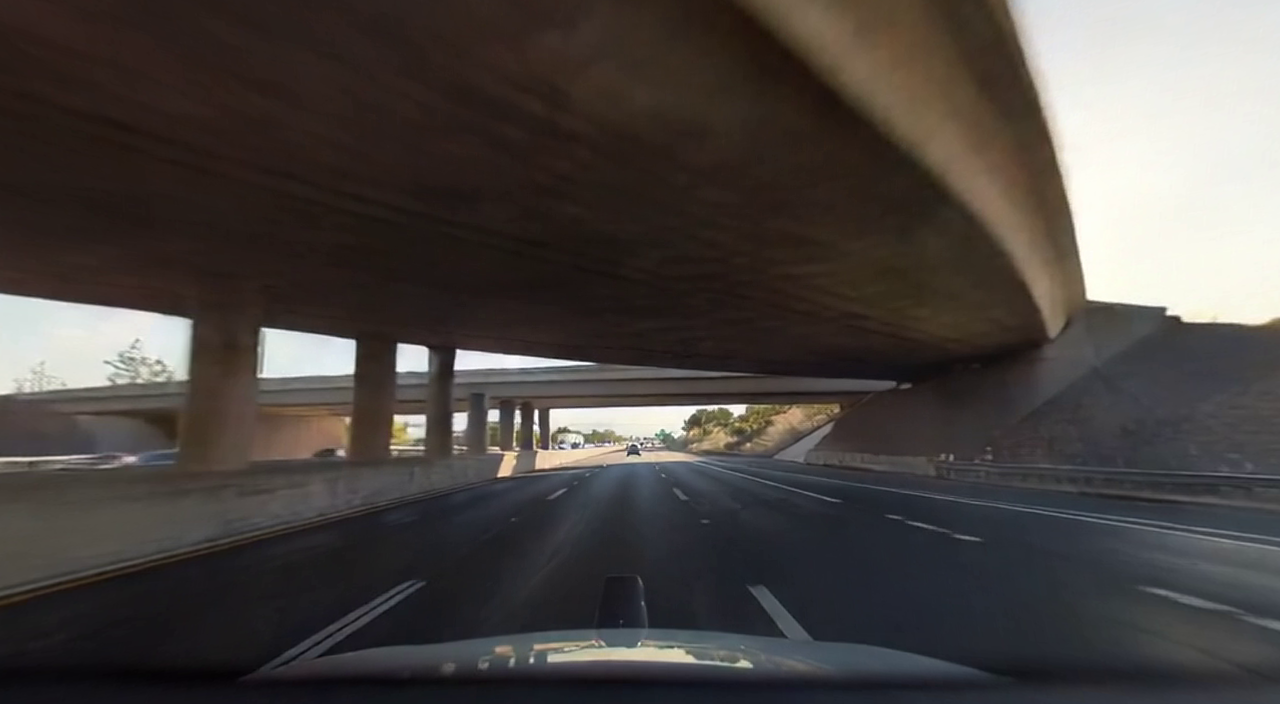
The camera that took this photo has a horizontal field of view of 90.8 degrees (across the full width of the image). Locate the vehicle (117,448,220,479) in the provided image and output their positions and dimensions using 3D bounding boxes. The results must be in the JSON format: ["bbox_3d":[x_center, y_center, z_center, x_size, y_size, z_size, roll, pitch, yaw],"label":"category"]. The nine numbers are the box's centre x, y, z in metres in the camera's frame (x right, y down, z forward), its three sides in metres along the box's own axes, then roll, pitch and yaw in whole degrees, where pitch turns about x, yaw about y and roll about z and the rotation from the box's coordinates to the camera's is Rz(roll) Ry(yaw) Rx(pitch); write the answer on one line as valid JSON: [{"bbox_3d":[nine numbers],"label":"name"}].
[{"bbox_3d":[-24.159,5.705,32.631,1.825,1.435,4.568,0,-9,0],"label":"vehicle"}]

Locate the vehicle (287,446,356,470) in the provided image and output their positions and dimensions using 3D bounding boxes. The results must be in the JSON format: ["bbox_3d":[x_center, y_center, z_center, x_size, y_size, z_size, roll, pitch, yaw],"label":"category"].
[{"bbox_3d":[-20.814,6.919,41.540,1.980,1.493,4.801,0,-9,0],"label":"vehicle"}]
